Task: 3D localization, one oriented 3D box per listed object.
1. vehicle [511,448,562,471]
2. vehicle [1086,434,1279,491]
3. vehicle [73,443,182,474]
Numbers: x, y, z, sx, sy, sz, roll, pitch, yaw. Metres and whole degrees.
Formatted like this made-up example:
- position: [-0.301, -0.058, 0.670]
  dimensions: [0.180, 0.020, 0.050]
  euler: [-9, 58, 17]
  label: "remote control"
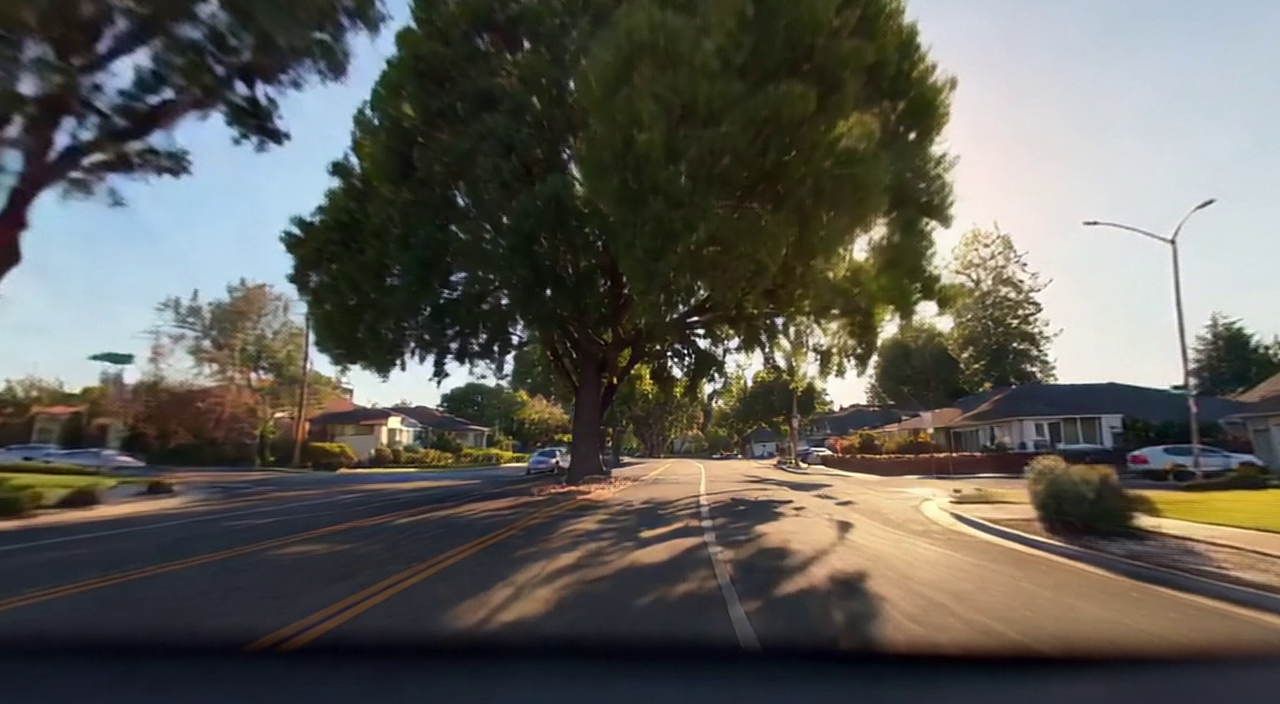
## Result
- position: [-7.536, 7.877, 46.432]
  dimensions: [2.064, 1.596, 4.716]
  euler: [-2, -9, 12]
  label: "vehicle"
- position: [20.403, 4.122, 23.621]
  dimensions: [5.484, 1.842, 2.188]
  euler: [-3, -10, 6]
  label: "vehicle"
- position: [-30.031, 6.259, 37.096]
  dimensions: [4.793, 1.745, 2.012]
  euler: [-1, -9, 5]
  label: "vehicle"
